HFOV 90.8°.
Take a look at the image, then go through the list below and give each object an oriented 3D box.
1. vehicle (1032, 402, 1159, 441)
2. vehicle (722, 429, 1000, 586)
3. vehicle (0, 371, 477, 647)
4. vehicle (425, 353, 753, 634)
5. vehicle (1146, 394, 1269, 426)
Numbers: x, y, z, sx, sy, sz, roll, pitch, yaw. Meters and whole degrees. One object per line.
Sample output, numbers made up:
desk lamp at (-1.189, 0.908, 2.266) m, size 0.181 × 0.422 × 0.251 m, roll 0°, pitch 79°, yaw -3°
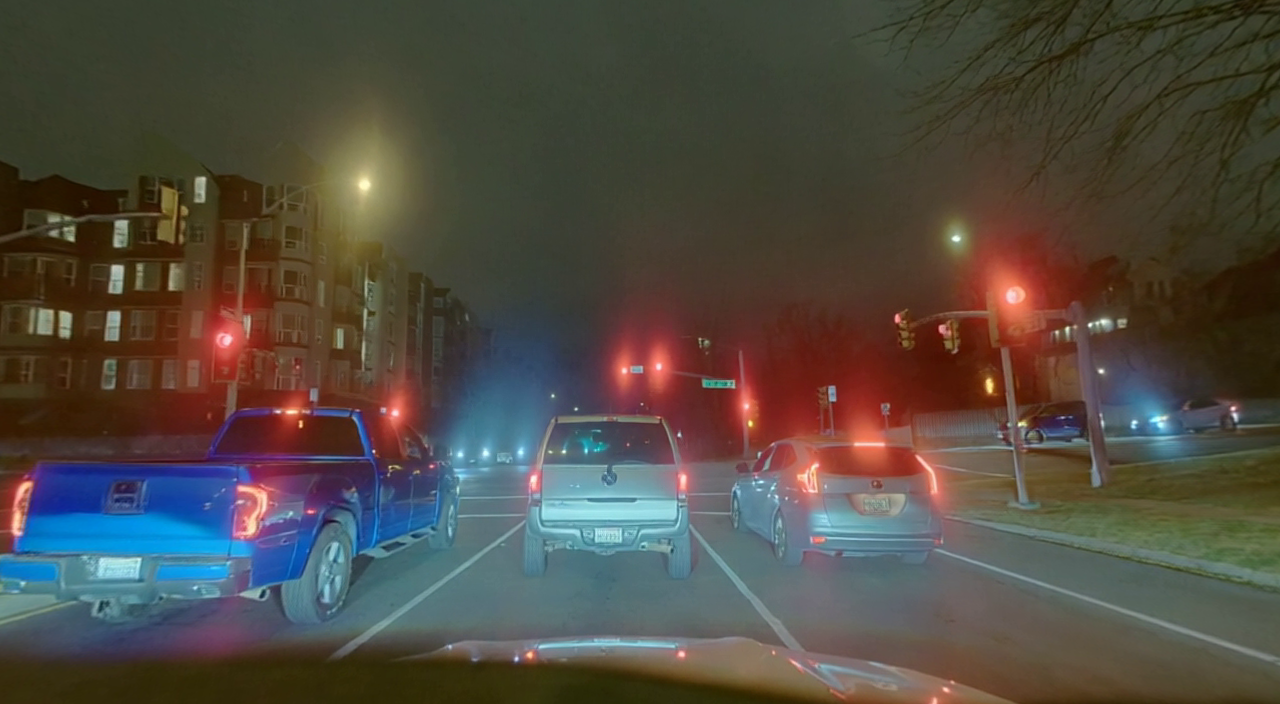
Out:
vehicle at (23.298, 3.605, 32.467) m, size 4.721 × 1.866 × 2.188 m, roll 0°, pitch -9°, yaw 2°
vehicle at (2.413, 1.819, 8.291) m, size 2.016 × 1.481 × 4.336 m, roll 0°, pitch -9°, yaw -1°
vehicle at (-3.459, 1.422, 6.860) m, size 2.146 × 1.828 × 5.148 m, roll 0°, pitch -9°, yaw -2°
vehicle at (-0.390, 1.312, 6.730) m, size 2.282 × 1.964 × 4.421 m, roll 0°, pitch -9°, yaw -1°
vehicle at (29.277, 3.041, 32.679) m, size 4.540 × 1.543 × 1.803 m, roll 0°, pitch -9°, yaw 1°
